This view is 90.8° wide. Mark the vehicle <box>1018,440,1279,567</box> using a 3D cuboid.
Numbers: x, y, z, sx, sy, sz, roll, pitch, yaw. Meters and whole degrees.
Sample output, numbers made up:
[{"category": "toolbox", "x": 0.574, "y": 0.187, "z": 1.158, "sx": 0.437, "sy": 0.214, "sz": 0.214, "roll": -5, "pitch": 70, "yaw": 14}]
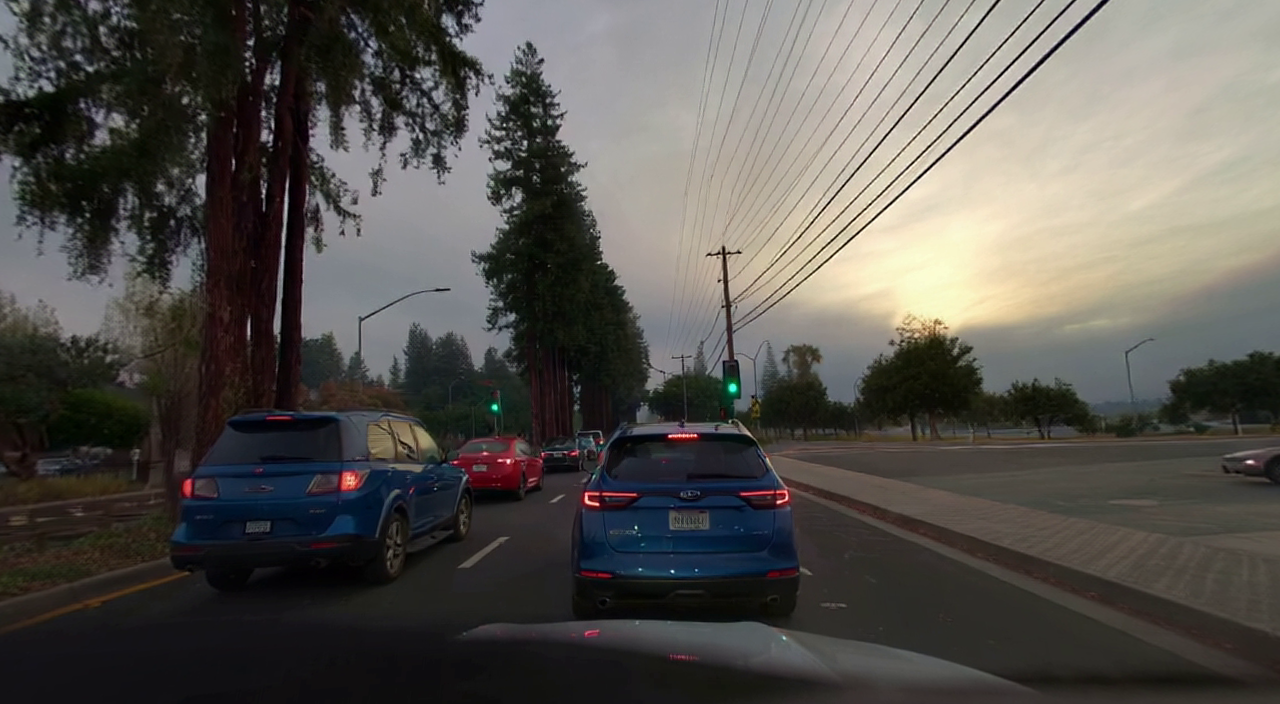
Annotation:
[{"category": "vehicle", "x": 8.384, "y": 2.162, "z": 9.939, "sx": 1.993, "sy": 1.508, "sz": 4.521, "roll": 0, "pitch": -9, "yaw": -1}]

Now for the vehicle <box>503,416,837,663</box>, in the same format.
[{"category": "vehicle", "x": 0.116, "y": 1.450, "z": 5.958, "sx": 2.056, "sy": 1.487, "sz": 4.003, "roll": 0, "pitch": -9, "yaw": -2}]

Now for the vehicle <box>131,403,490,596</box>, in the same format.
[{"category": "vehicle", "x": -3.474, "y": 1.640, "z": 7.886, "sx": 2.105, "sy": 1.706, "sz": 4.337, "roll": 0, "pitch": -9, "yaw": 0}]
